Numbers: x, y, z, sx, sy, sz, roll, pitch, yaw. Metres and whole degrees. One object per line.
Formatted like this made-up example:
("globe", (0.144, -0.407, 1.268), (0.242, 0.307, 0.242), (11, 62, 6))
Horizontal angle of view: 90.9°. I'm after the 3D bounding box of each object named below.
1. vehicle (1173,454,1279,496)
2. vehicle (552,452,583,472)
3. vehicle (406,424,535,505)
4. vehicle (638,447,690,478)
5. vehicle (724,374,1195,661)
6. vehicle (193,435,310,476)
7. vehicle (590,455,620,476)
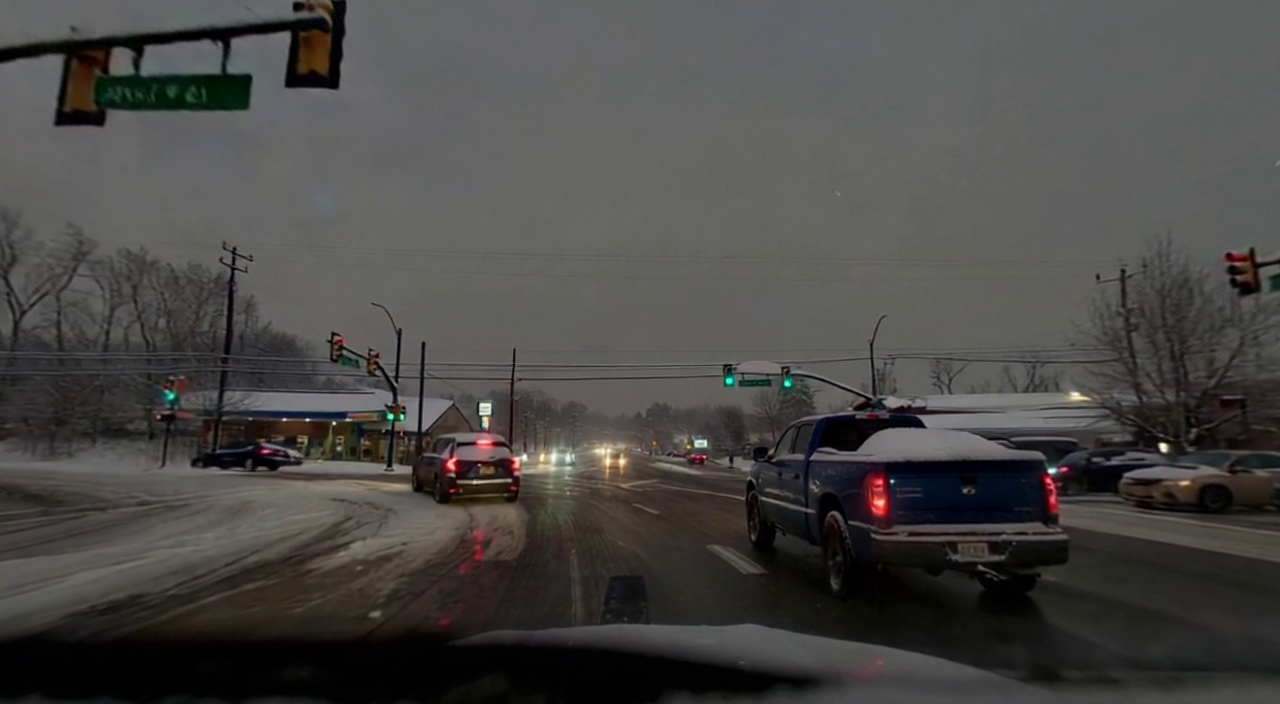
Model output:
("vehicle", (23.026, 4.547, 23.525), (4.426, 1.455, 1.980), (0, -9, -1))
("vehicle", (-5.615, 8.499, 49.040), (1.856, 1.448, 4.455), (0, -9, 1))
("vehicle", (-4.810, 3.014, 17.317), (2.141, 1.842, 4.889), (5, -10, -30))
("vehicle", (1.352, 6.574, 37.721), (1.977, 1.726, 4.721), (2, -9, -12))
("vehicle", (2.427, 1.444, 6.724), (2.036, 1.818, 5.192), (0, -9, -3))
("vehicle", (-17.435, 4.641, 28.295), (4.498, 1.725, 1.921), (-3, -9, 18))
("vehicle", (-2.336, 7.482, 41.809), (1.898, 1.281, 4.013), (0, -9, -3))
